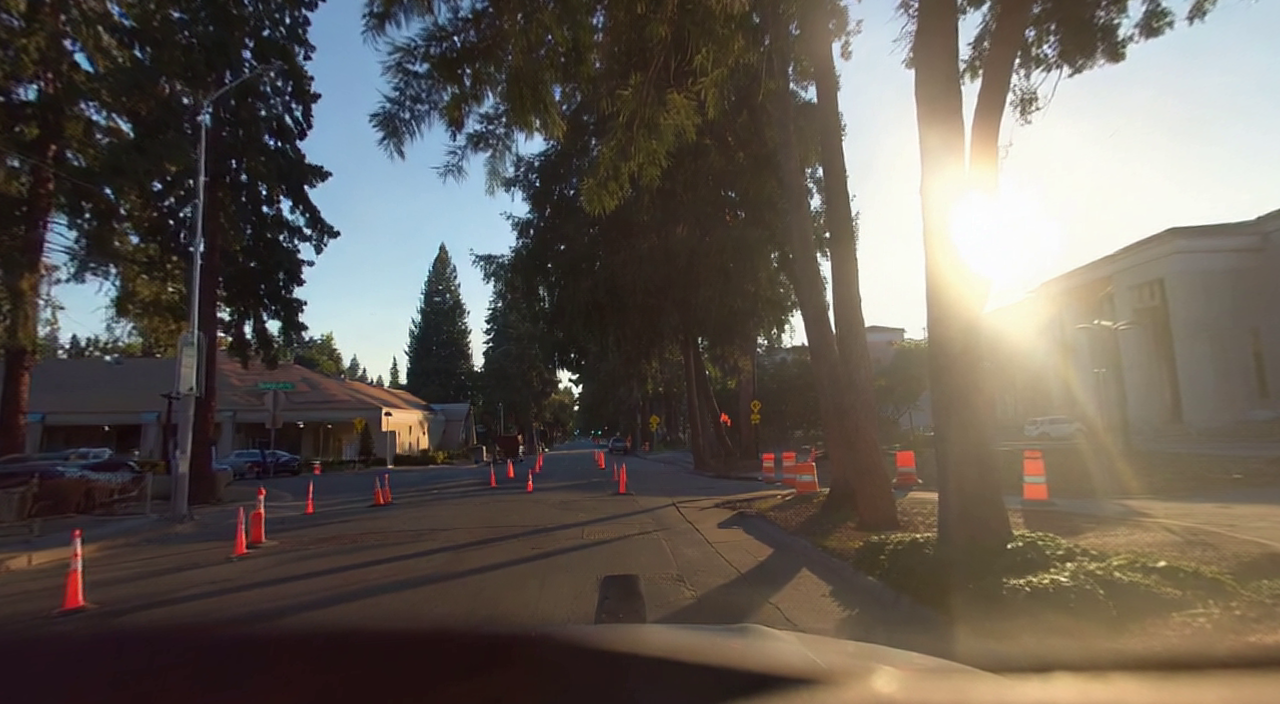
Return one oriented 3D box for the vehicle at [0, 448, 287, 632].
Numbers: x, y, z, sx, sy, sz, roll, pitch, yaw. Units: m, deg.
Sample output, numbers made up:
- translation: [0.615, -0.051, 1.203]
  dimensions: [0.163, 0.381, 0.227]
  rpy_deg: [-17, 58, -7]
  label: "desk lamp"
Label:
- translation: [-7.602, 2.001, 7.463]
  dimensions: [2.961, 1.701, 7.563]
  rpy_deg: [1, -9, -4]
  label: "vehicle"
